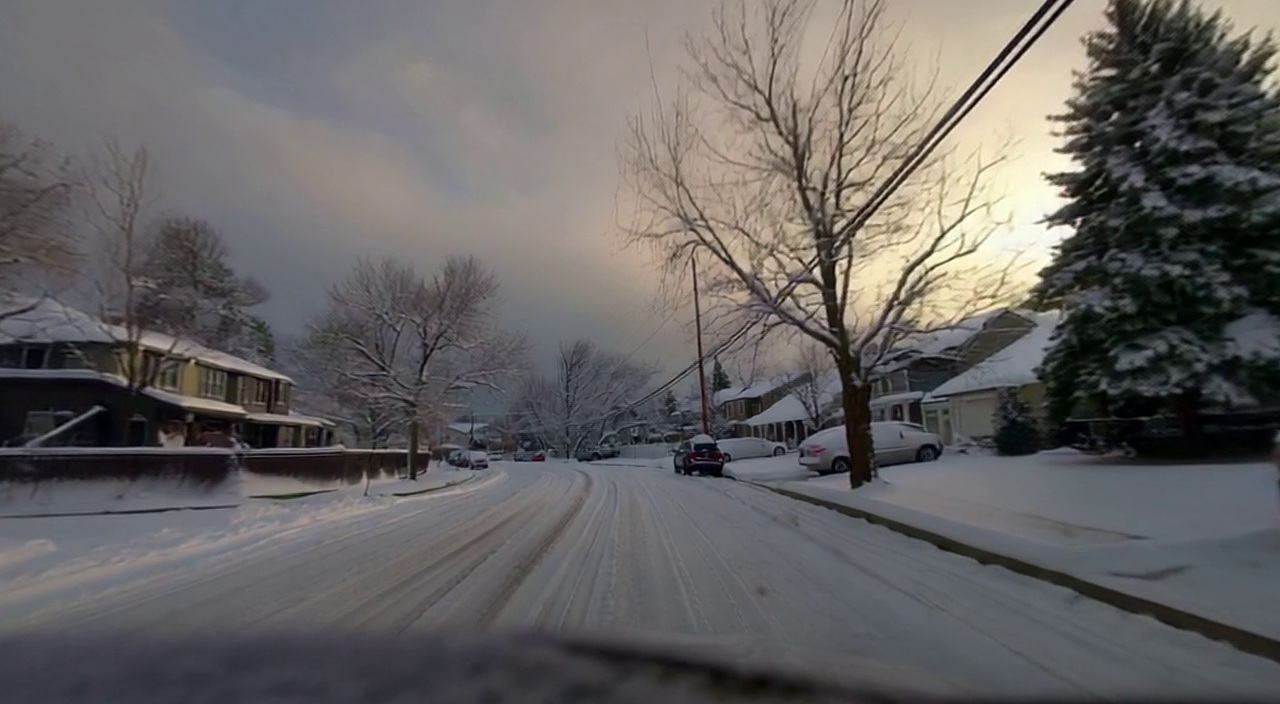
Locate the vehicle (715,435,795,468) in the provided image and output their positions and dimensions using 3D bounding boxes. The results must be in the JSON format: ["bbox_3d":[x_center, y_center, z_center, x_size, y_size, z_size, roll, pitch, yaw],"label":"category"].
[{"bbox_3d":[7.369,6.457,40.997,4.666,1.655,2.169,-5,-8,1],"label":"vehicle"}]

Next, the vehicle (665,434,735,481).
[{"bbox_3d":[2.628,4.803,29.002,2.214,1.962,4.733,1,-8,-7],"label":"vehicle"}]

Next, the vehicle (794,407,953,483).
[{"bbox_3d":[8.532,3.433,23.461,4.801,2.139,2.164,-6,-8,-2],"label":"vehicle"}]
